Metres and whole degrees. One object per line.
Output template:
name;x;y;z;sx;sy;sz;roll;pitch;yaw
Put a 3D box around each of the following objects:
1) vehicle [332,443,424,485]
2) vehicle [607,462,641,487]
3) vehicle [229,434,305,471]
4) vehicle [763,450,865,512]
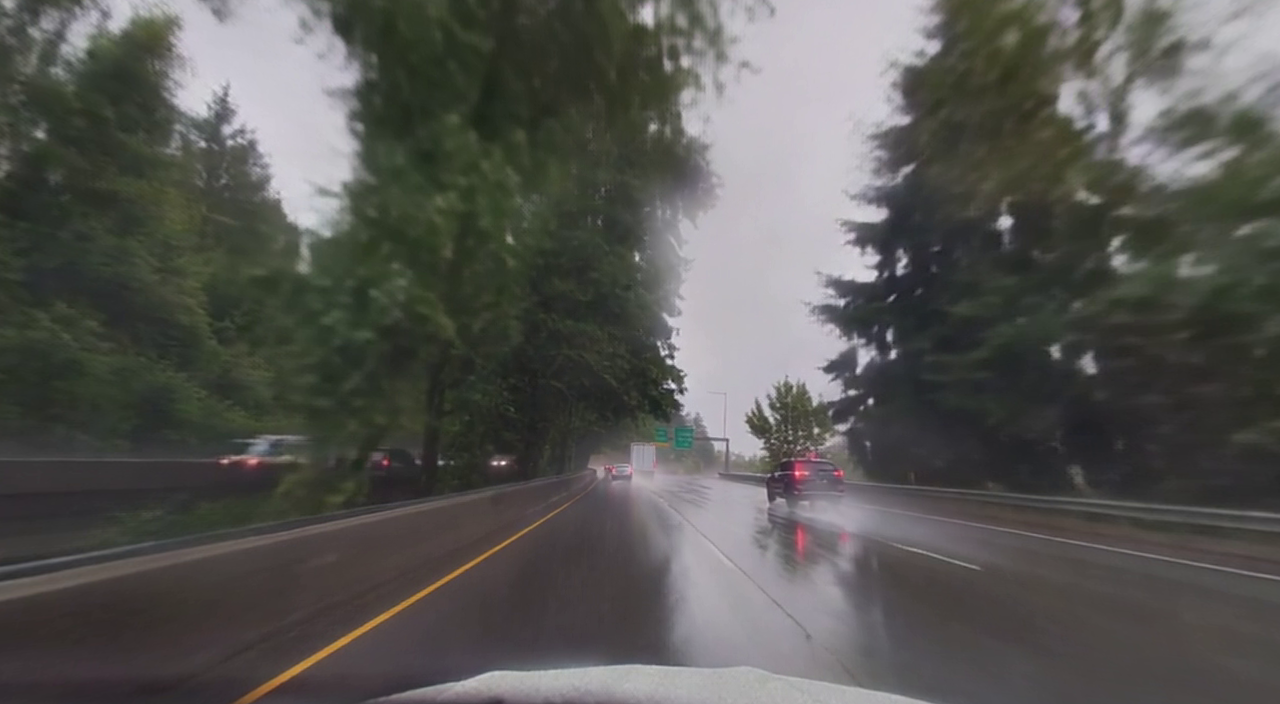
vehicle;-11.418;4.970;27.874;1.952;1.618;4.859;1;-10;0
vehicle;-1.037;7.795;40.069;1.987;1.467;3.903;1;-10;-2
vehicle;-28.923;7.906;49.134;2.260;2.650;6.057;1;-10;-2
vehicle;5.599;4.238;21.016;1.998;1.776;4.663;1;-10;-1
